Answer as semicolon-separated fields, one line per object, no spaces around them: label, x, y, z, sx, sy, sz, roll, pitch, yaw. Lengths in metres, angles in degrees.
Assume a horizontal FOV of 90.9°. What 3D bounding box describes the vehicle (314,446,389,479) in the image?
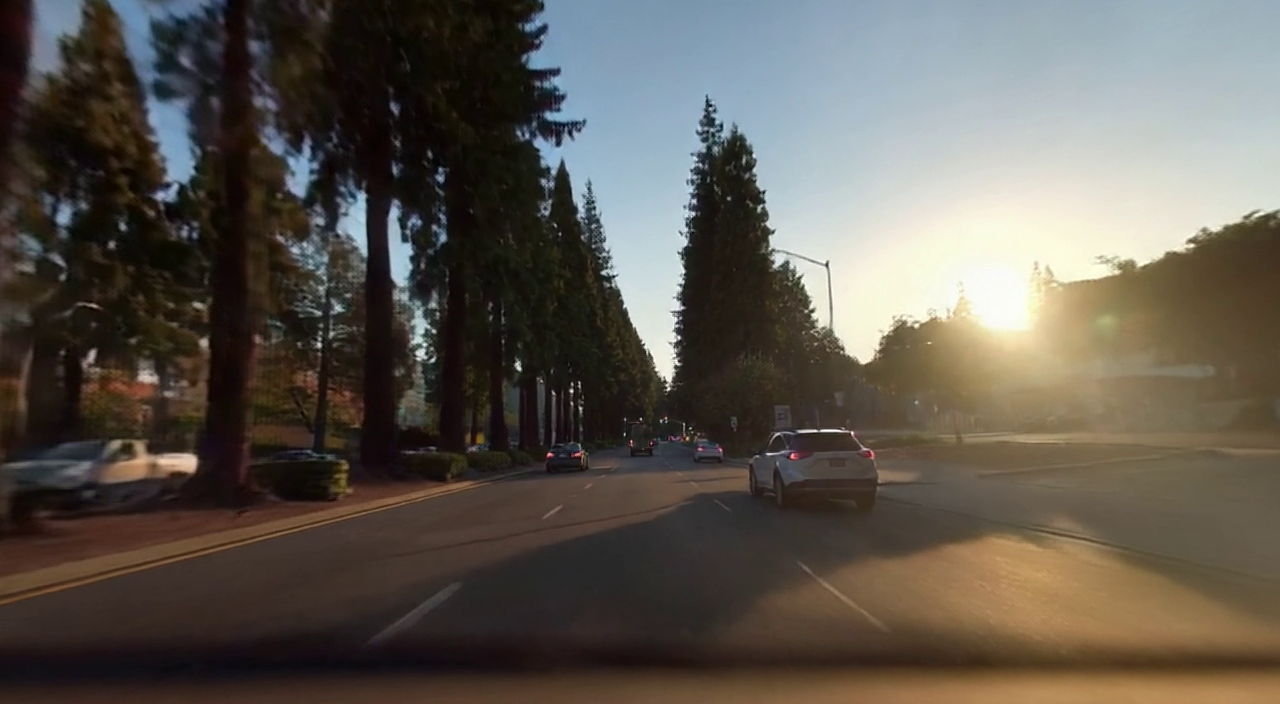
vehicle;-17.034;6.539;37.551;1.965;1.780;5.122;0;-8;2

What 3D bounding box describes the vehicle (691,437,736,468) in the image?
vehicle;4.435;6.150;38.563;2.280;1.757;4.572;0;-8;1

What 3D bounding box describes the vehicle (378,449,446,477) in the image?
vehicle;-13.683;6.652;38.196;2.142;1.528;4.804;-1;-8;2

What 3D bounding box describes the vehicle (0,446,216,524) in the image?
vehicle;-13.154;3.141;15.629;1.989;1.584;5.018;0;-8;-3

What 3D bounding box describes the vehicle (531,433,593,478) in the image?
vehicle;-3.589;4.901;30.099;2.255;1.940;4.822;0;-8;1

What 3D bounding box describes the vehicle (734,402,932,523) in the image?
vehicle;3.689;2.292;13.628;2.381;2.008;5.971;0;-8;0

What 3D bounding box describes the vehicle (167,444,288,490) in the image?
vehicle;-20.909;5.815;32.358;2.353;2.119;5.625;0;-8;0
